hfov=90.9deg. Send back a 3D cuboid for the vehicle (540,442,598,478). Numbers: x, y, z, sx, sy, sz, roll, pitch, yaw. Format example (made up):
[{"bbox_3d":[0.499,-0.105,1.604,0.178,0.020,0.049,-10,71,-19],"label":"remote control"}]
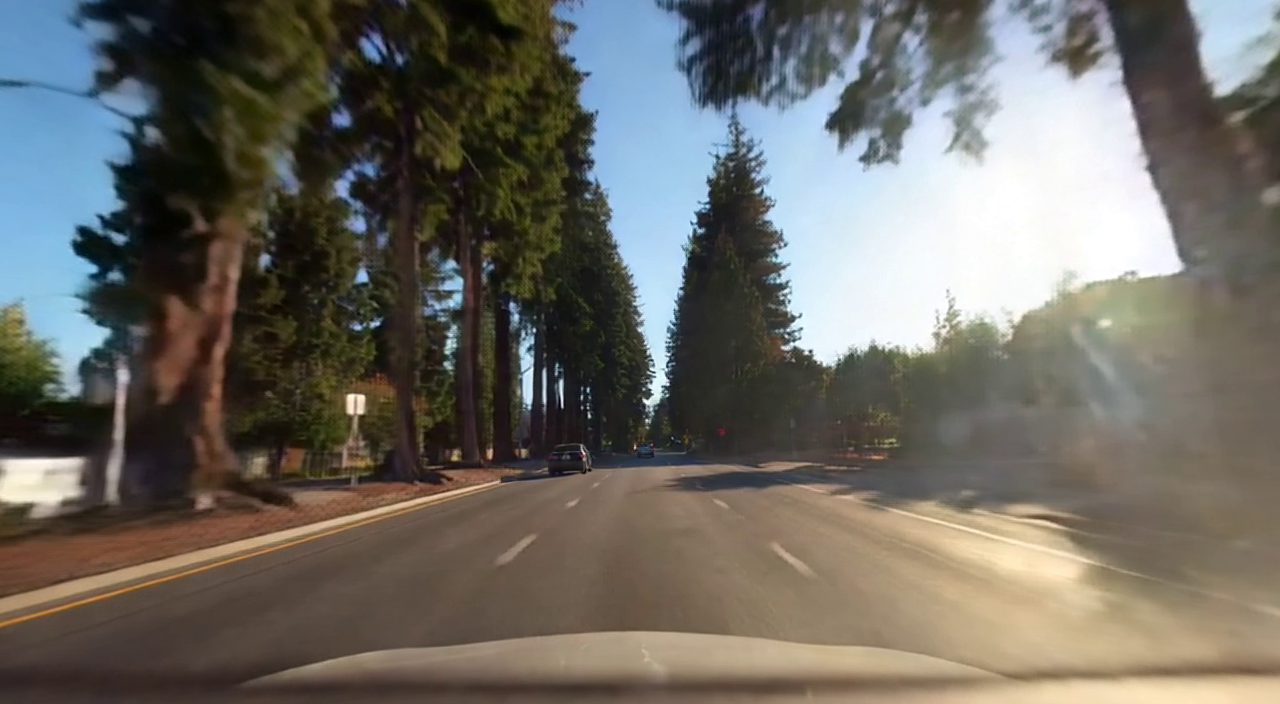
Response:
[{"bbox_3d":[-3.110,4.823,28.446,2.021,1.466,4.330,0,-9,1],"label":"vehicle"}]
